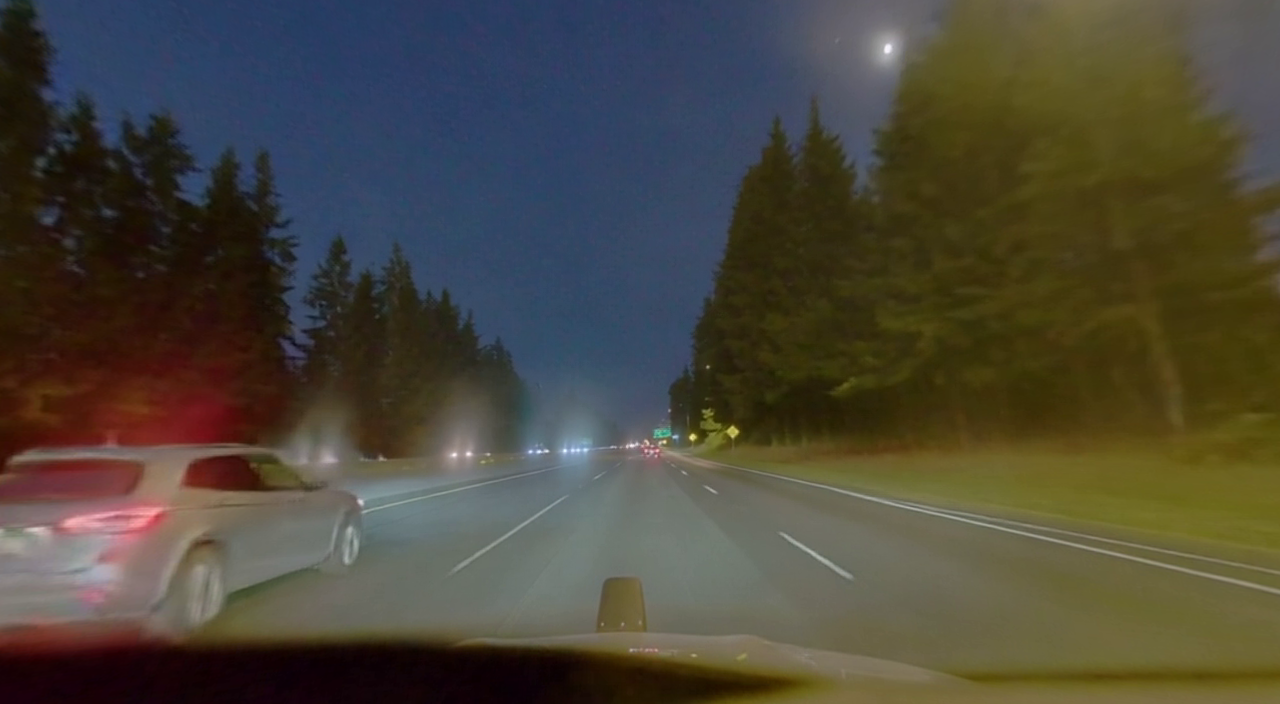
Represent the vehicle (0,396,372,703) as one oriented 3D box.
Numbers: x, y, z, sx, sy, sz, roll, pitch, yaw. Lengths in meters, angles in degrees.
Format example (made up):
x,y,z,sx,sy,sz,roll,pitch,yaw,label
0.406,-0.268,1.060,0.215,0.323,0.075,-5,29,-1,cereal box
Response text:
x,y,z,sx,sy,sz,roll,pitch,yaw,label
-4.047,1.302,5.034,1.936,1.545,4.116,0,-9,1,vehicle
